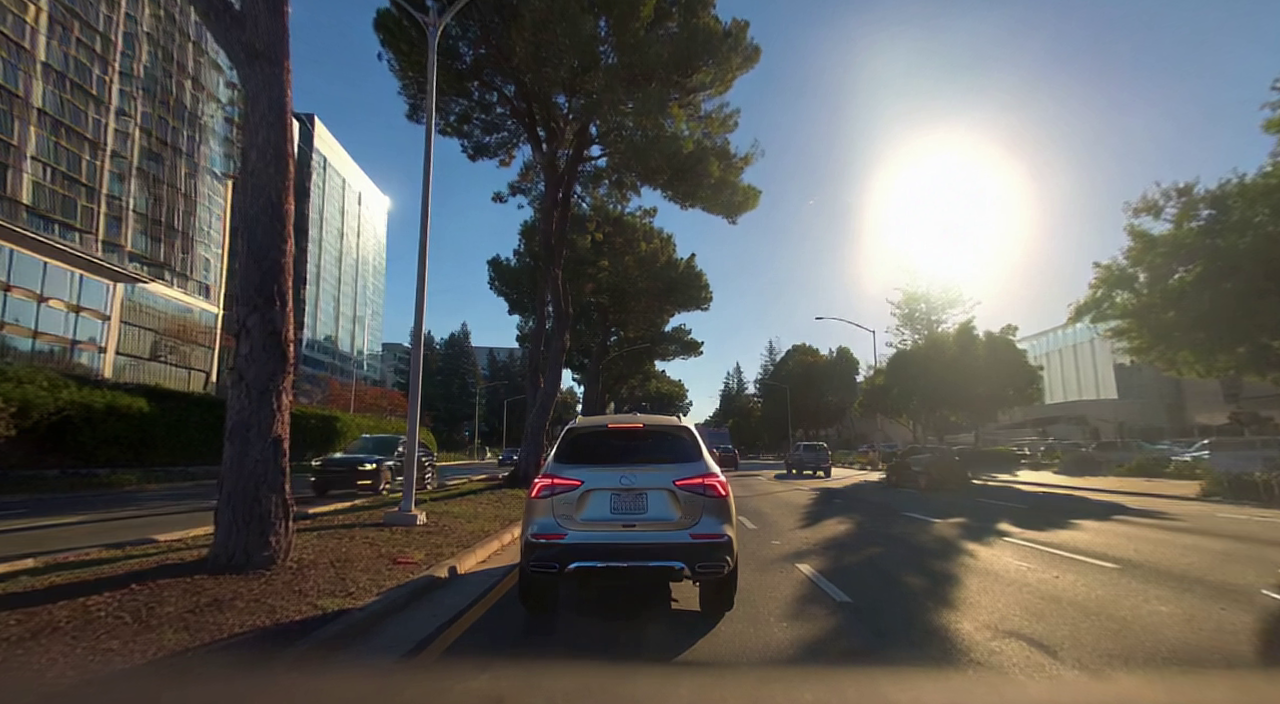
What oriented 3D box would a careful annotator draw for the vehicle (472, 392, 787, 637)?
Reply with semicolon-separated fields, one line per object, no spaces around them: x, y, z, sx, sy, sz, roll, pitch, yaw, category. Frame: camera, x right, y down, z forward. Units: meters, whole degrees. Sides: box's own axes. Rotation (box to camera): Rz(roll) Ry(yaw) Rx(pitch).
-0.083;1.428;6.460;2.172;1.694;4.055;0;-9;0;vehicle

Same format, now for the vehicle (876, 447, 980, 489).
10.724;4.325;23.726;1.872;1.415;4.271;0;-9;0;vehicle

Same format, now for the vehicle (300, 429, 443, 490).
-9.537;3.892;23.065;2.575;1.940;5.755;0;-9;1;vehicle

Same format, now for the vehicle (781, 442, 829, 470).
10.836;6.826;41.524;1.908;1.724;4.516;0;-9;-1;vehicle
